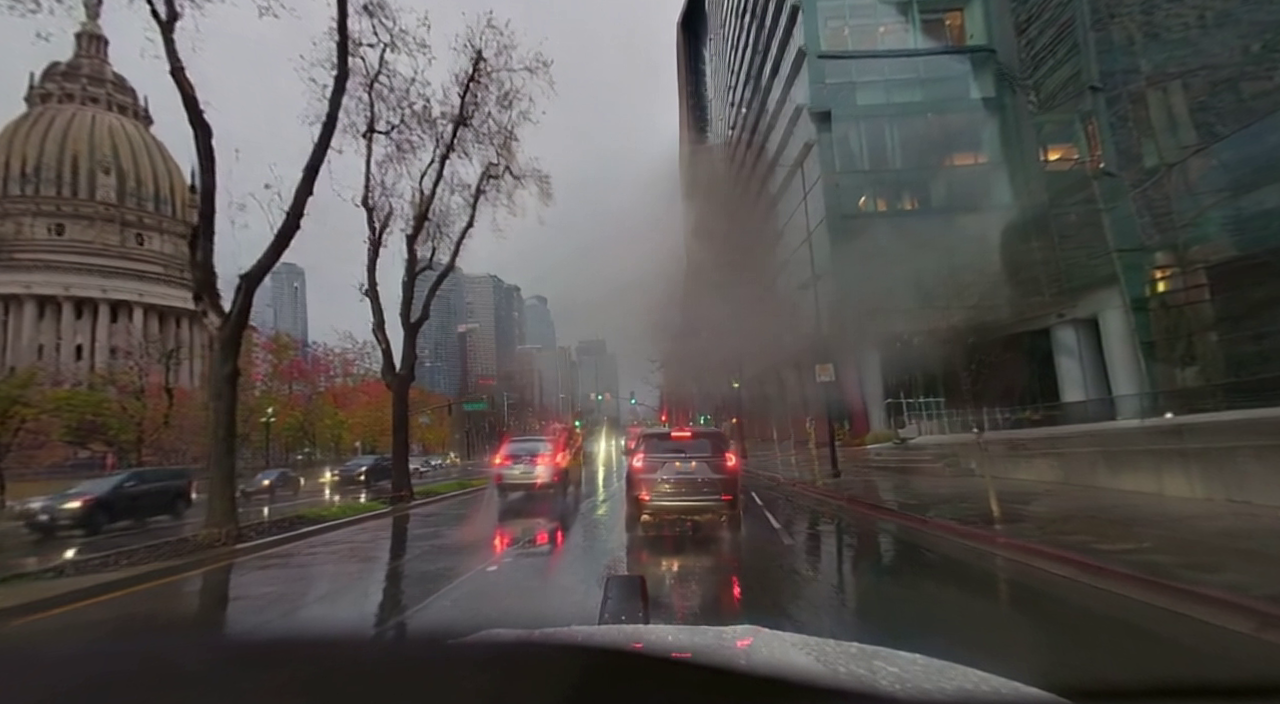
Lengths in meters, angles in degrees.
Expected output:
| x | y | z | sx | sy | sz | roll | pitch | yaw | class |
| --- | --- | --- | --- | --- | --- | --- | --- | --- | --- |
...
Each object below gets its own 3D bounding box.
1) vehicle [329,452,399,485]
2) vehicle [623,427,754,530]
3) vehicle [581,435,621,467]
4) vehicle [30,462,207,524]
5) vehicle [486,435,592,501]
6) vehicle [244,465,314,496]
| x | y | z | sx | sy | sz | roll | pitch | yaw | class |
| --- | --- | --- | --- | --- | --- | --- | --- | --- | --- |
| -16.747 | 7.067 | 38.572 | 2.024 | 1.782 | 4.827 | 0 | -9 | 0 | vehicle |
| 0.756 | 2.171 | 11.301 | 1.933 | 1.504 | 3.802 | 0 | -9 | 1 | vehicle |
| -2.254 | 5.853 | 37.425 | 1.969 | 1.764 | 4.160 | 0 | -9 | 2 | vehicle |
| -16.949 | 4.572 | 20.888 | 2.075 | 1.700 | 4.405 | 0 | -9 | -1 | vehicle |
| -2.533 | 3.051 | 16.967 | 1.961 | 1.517 | 4.202 | 0 | -9 | 3 | vehicle |
| -23.389 | 8.338 | 41.086 | 2.003 | 1.747 | 4.505 | 0 | -9 | -2 | vehicle |
